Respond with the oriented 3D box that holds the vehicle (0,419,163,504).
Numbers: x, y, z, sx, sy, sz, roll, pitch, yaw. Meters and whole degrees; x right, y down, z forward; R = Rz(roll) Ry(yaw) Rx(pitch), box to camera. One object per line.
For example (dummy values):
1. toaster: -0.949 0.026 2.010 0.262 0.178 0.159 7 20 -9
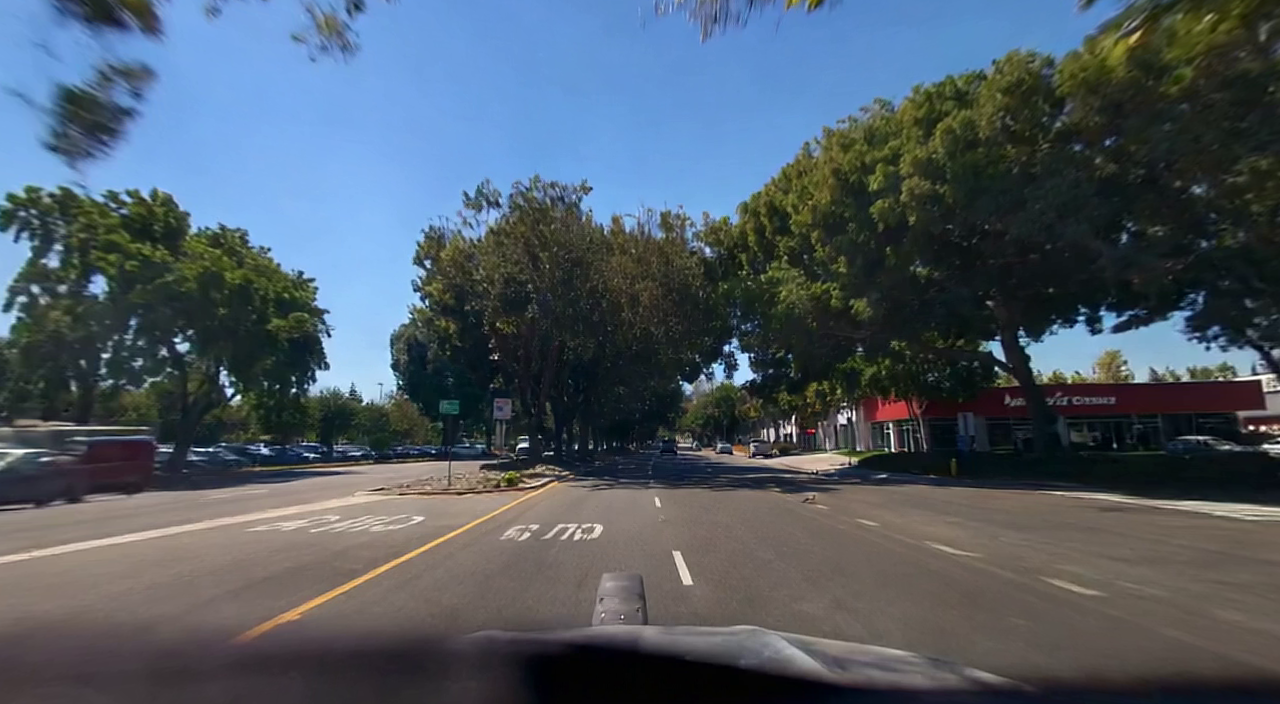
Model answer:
1. vehicle: -15.535 2.749 16.023 2.263 1.887 5.933 0 -8 -1
